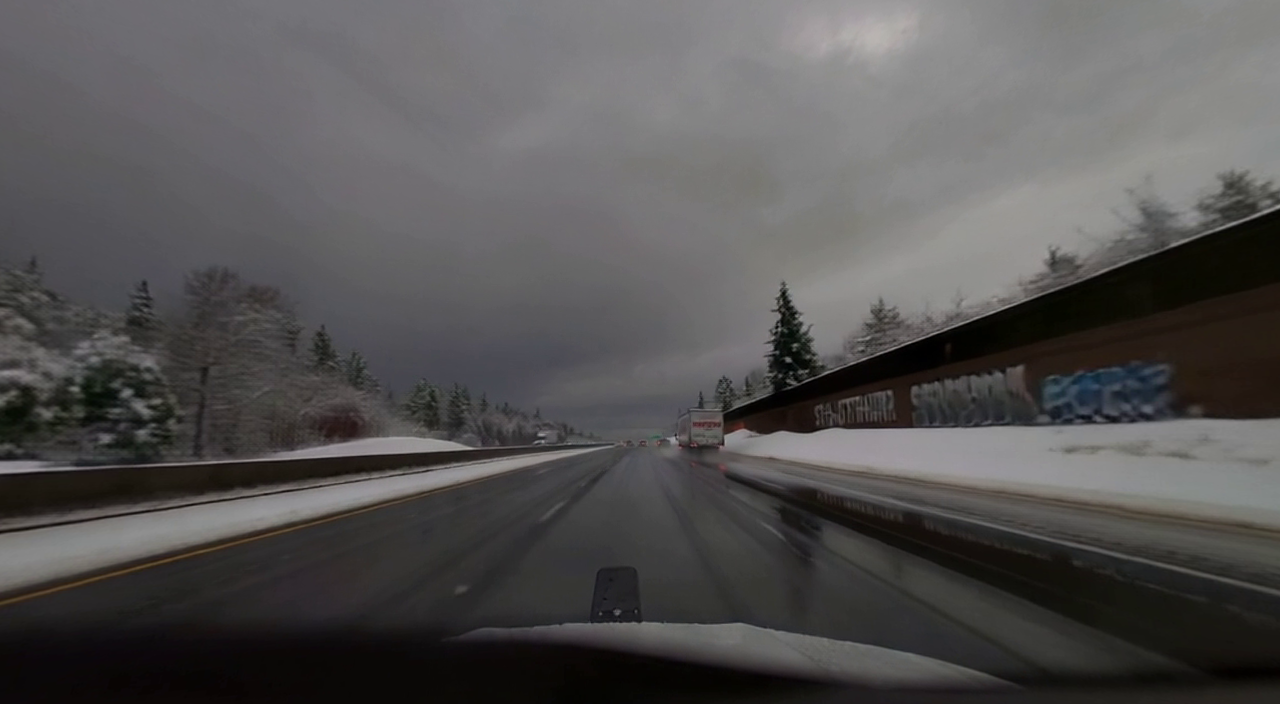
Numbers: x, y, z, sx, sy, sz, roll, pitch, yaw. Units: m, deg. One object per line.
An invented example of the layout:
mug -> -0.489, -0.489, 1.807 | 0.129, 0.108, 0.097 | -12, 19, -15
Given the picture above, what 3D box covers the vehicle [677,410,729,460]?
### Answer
vehicle -> 4.700, 6.516, 49.105 | 2.949, 3.470, 10.539 | -1, -8, 0
